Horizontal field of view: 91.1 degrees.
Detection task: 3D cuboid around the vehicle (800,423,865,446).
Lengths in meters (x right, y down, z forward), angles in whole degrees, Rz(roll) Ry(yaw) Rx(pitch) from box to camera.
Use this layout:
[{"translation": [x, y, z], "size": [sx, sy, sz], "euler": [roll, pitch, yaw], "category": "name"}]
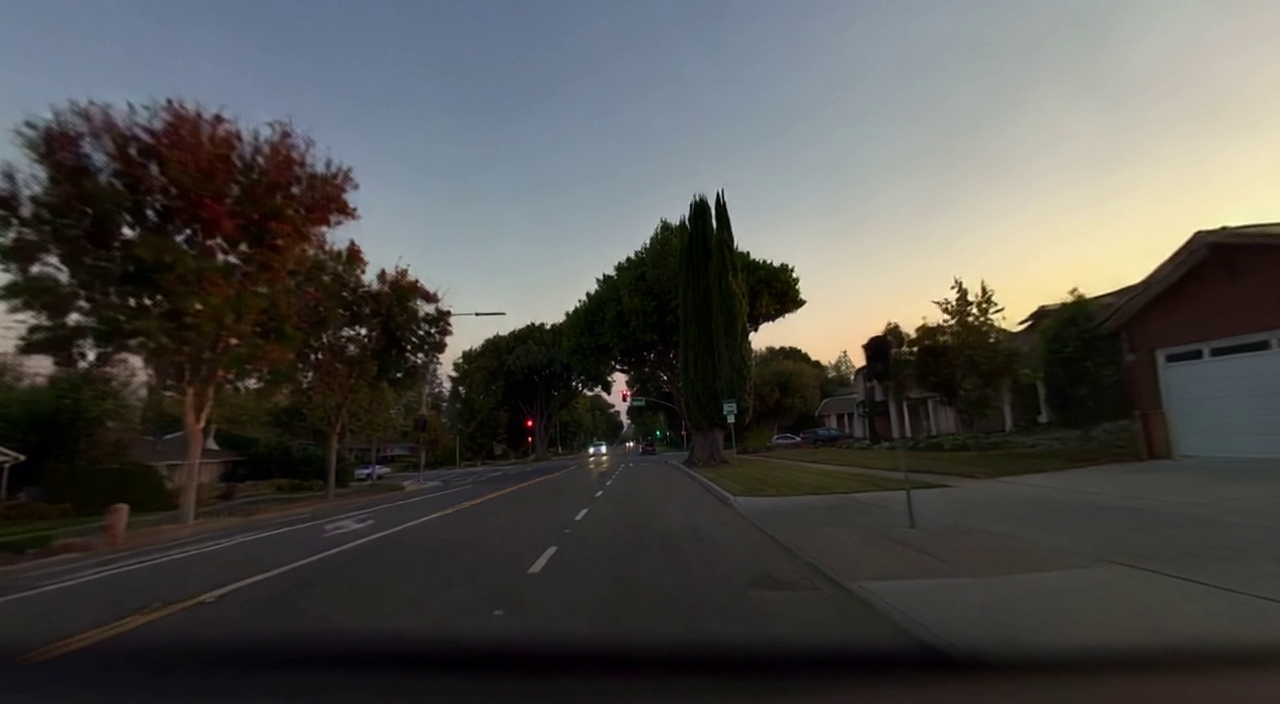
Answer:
[{"translation": [14.657, 6.333, 48.036], "size": [4.319, 1.700, 2.034], "euler": [0, -8, 1], "category": "vehicle"}]
